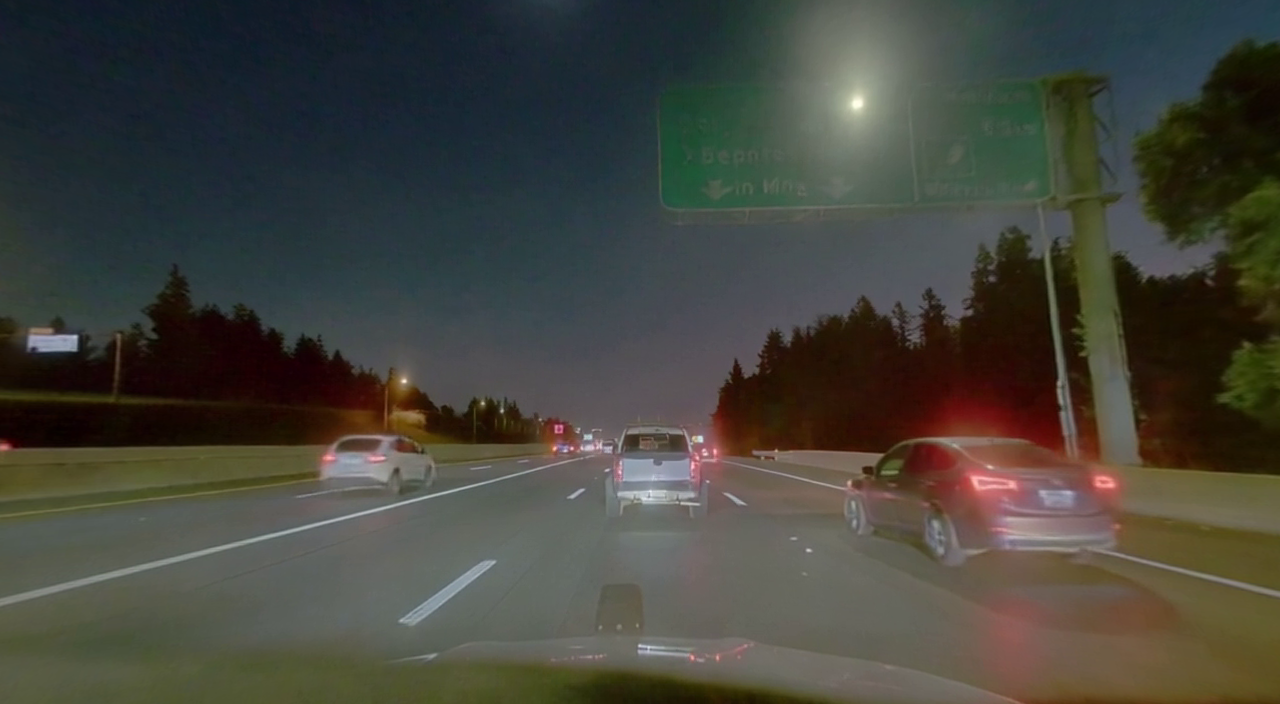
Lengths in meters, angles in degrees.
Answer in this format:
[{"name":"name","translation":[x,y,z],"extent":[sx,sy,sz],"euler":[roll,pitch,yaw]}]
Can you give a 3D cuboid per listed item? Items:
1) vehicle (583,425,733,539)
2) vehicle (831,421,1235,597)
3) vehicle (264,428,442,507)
[{"name":"vehicle","translation":[0.252,2.072,10.616],"extent":[2.044,1.554,3.824],"euler":[0,-8,0]},{"name":"vehicle","translation":[4.106,1.703,7.836],"extent":[2.002,1.499,4.710],"euler":[0,-8,0]},{"name":"vehicle","translation":[-6.763,2.774,15.588],"extent":[2.127,1.644,4.631],"euler":[0,-9,1]}]
